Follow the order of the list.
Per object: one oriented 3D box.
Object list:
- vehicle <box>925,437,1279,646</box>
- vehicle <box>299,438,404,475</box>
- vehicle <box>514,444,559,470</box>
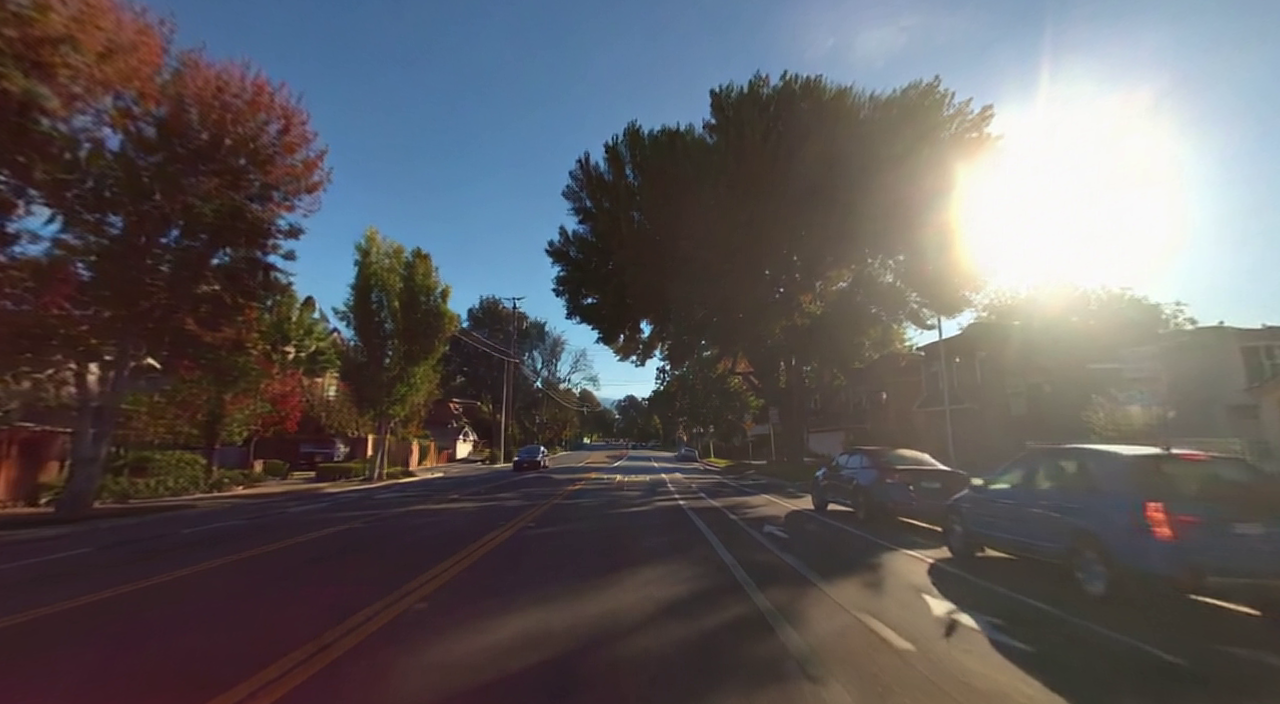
[{"bbox_3d":[5.169,1.792,7.140,1.891,1.611,4.269,0,-8,0],"label":"vehicle"},{"bbox_3d":[-16.257,5.859,35.714,5.125,1.941,2.086,4,-9,-26],"label":"vehicle"},{"bbox_3d":[-6.579,6.696,40.509,2.057,1.495,4.592,0,-8,1],"label":"vehicle"}]
